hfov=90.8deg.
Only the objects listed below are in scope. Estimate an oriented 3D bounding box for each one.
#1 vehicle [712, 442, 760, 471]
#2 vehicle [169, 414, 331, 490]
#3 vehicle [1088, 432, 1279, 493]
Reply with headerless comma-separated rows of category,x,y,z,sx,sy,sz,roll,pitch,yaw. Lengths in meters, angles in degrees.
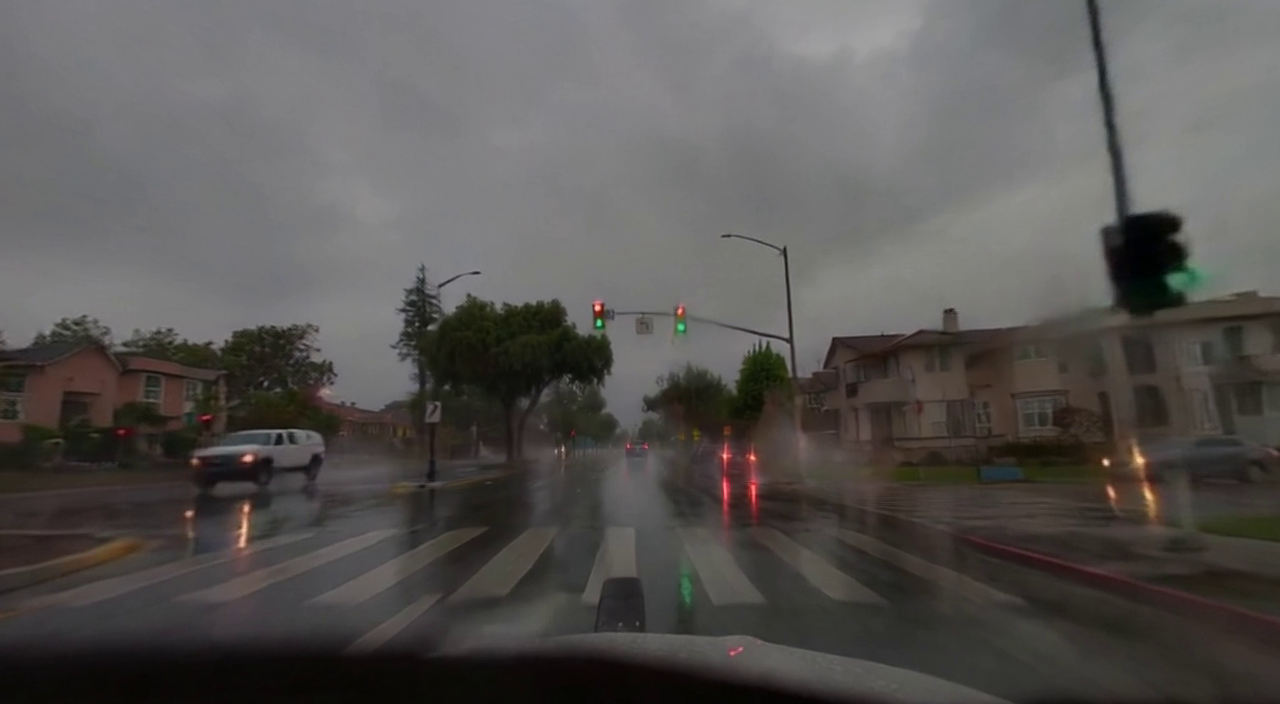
vehicle,5.611,6.133,37.454,2.066,1.552,4.799,0,-8,-1
vehicle,-16.629,4.335,27.666,2.620,2.901,6.931,0,-8,0
vehicle,16.895,3.373,19.558,4.561,1.723,2.030,0,-8,-5
